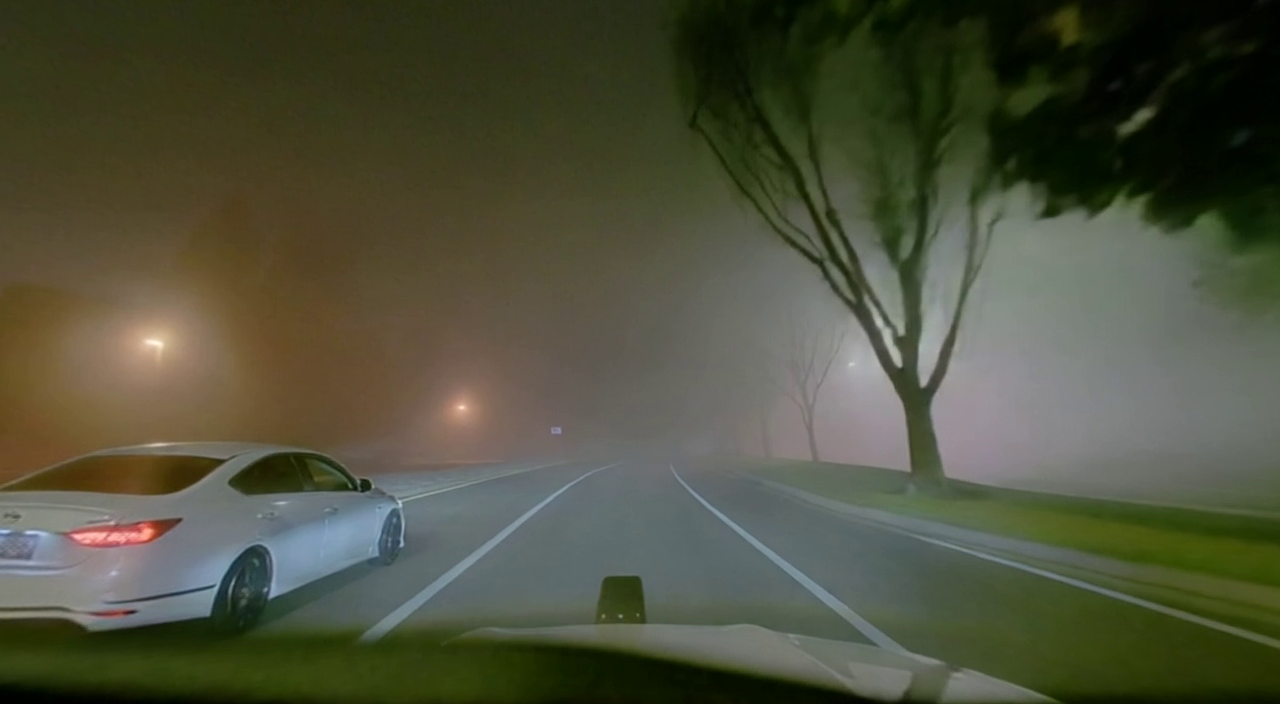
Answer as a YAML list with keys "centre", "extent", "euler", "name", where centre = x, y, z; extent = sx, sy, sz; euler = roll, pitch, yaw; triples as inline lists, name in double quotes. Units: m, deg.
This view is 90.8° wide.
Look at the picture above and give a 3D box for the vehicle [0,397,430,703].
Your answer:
- centre: [-3.408, 1.283, 5.104]
  extent: [1.915, 1.521, 4.283]
  euler: [0, -8, 0]
  name: "vehicle"
